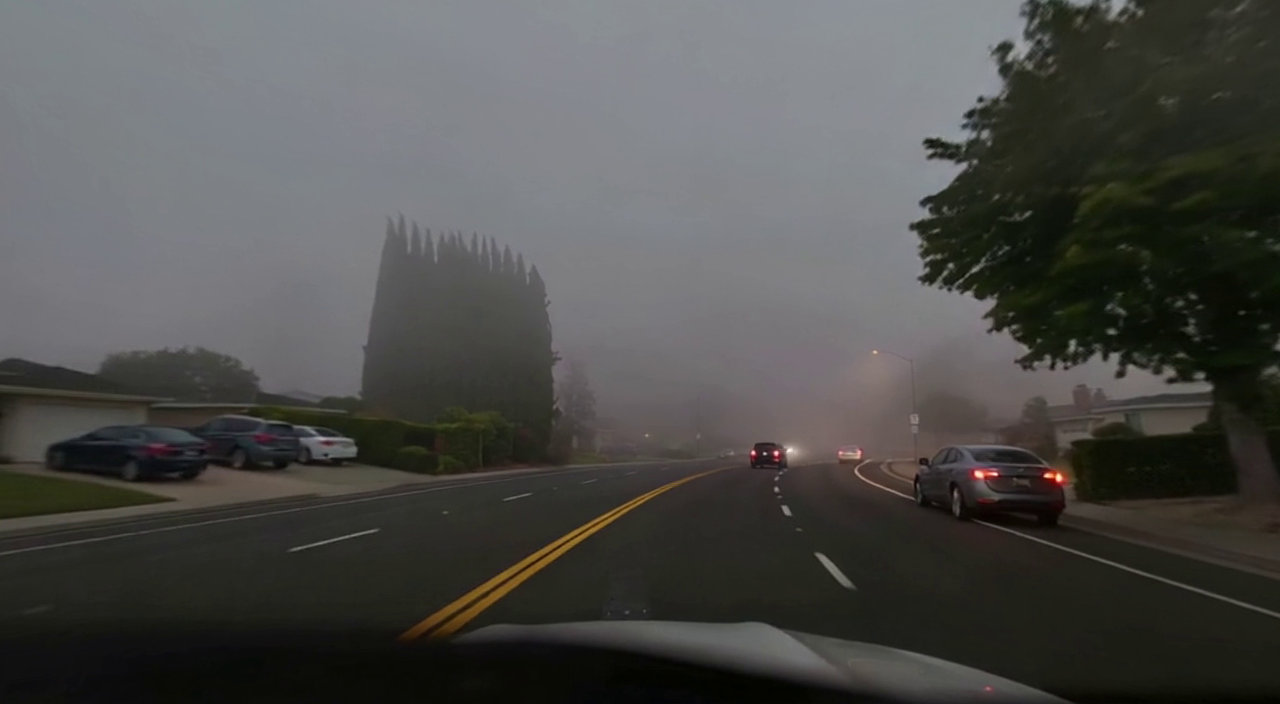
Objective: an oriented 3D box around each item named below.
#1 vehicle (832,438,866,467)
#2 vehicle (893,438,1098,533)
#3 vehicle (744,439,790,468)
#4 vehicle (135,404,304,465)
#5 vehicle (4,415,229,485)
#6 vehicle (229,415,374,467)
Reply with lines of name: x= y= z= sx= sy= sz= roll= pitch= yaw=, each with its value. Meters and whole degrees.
vehicle: x=14.688 y=7.050 z=44.506 sx=2.059 sy=1.924 sz=4.257 roll=-3 pitch=-9 yaw=16
vehicle: x=6.628 y=2.473 z=12.414 sx=1.934 sy=1.506 sz=4.282 roll=-1 pitch=-8 yaw=7
vehicle: x=7.862 y=6.185 z=38.721 sx=2.106 sy=1.667 sz=4.367 roll=-3 pitch=-9 yaw=19
vehicle: x=-16.394 y=3.259 z=24.745 sx=5.057 sy=1.938 sz=2.301 roll=3 pitch=-8 yaw=8
vehicle: x=-14.331 y=2.686 z=17.413 sx=4.646 sy=1.502 sz=1.874 roll=3 pitch=-9 yaw=5
vehicle: x=-14.659 y=3.827 z=27.493 sx=4.984 sy=1.812 sz=2.354 roll=3 pitch=-6 yaw=8
